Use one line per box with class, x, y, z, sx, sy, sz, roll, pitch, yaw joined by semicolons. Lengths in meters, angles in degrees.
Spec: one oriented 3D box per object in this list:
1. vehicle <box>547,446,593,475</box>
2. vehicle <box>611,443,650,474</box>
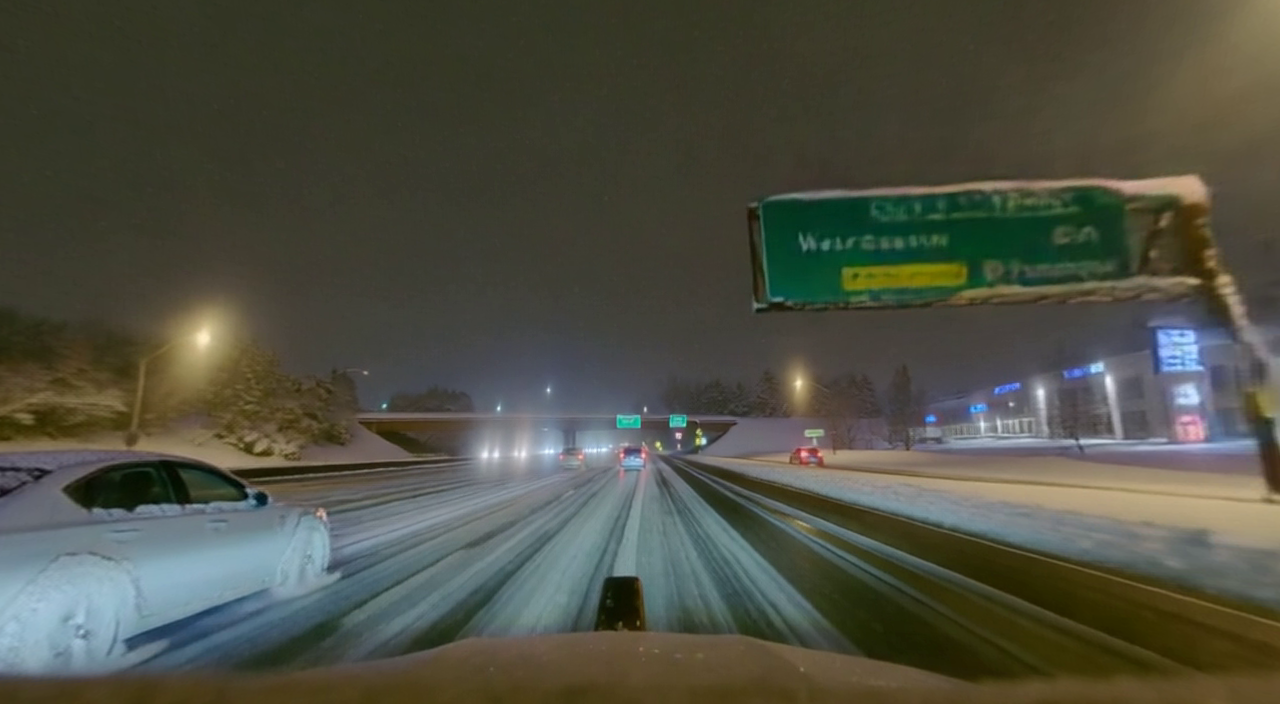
vehicle;-4.089;6.412;37.461;2.071;1.553;4.388;0;-9;2
vehicle;-0.495;6.156;36.651;2.102;1.692;4.057;0;-9;1
